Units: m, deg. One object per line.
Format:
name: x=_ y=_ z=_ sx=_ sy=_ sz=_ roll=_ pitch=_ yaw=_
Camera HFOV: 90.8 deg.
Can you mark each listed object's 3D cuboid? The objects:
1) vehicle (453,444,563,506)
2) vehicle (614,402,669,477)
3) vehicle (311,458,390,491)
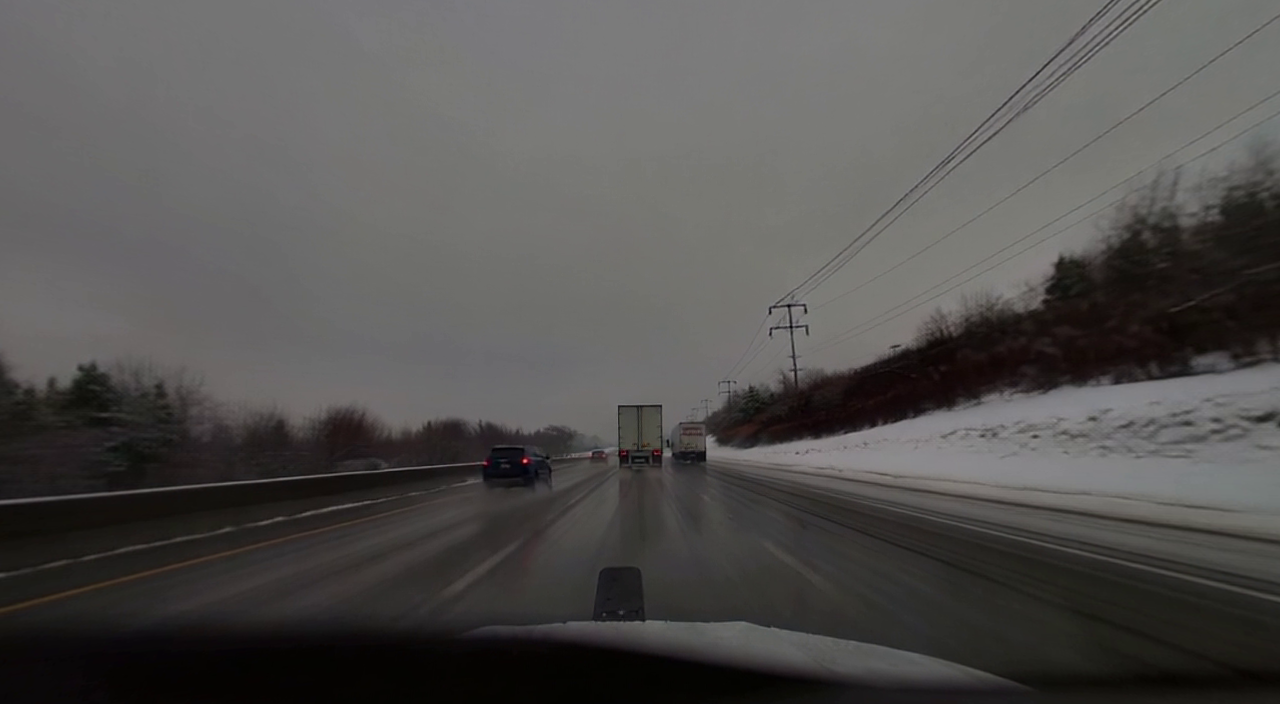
vehicle: x=-3.615 y=3.479 z=18.309 sx=2.128 sy=1.533 sz=4.694 roll=0 pitch=-9 yaw=1
vehicle: x=0.149 y=5.581 z=39.598 sx=2.985 sy=4.025 sz=10.982 roll=0 pitch=-9 yaw=1
vehicle: x=-14.367 y=6.075 z=31.578 sx=1.931 sy=1.464 sz=4.412 roll=0 pitch=-9 yaw=-1
